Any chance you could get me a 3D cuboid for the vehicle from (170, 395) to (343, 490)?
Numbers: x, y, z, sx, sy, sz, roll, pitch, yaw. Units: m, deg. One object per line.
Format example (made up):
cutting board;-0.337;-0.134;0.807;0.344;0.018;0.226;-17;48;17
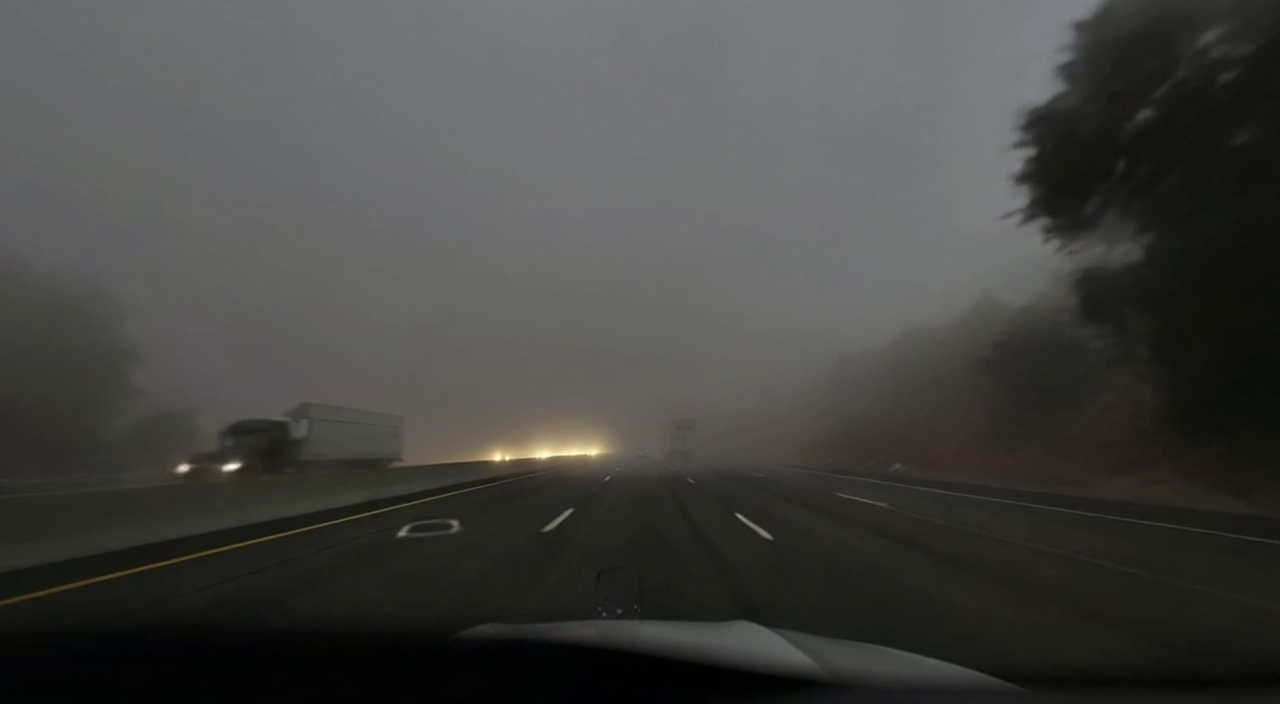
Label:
vehicle;-18.213;4.480;30.916;3.033;3.995;8.483;-1;-9;0
